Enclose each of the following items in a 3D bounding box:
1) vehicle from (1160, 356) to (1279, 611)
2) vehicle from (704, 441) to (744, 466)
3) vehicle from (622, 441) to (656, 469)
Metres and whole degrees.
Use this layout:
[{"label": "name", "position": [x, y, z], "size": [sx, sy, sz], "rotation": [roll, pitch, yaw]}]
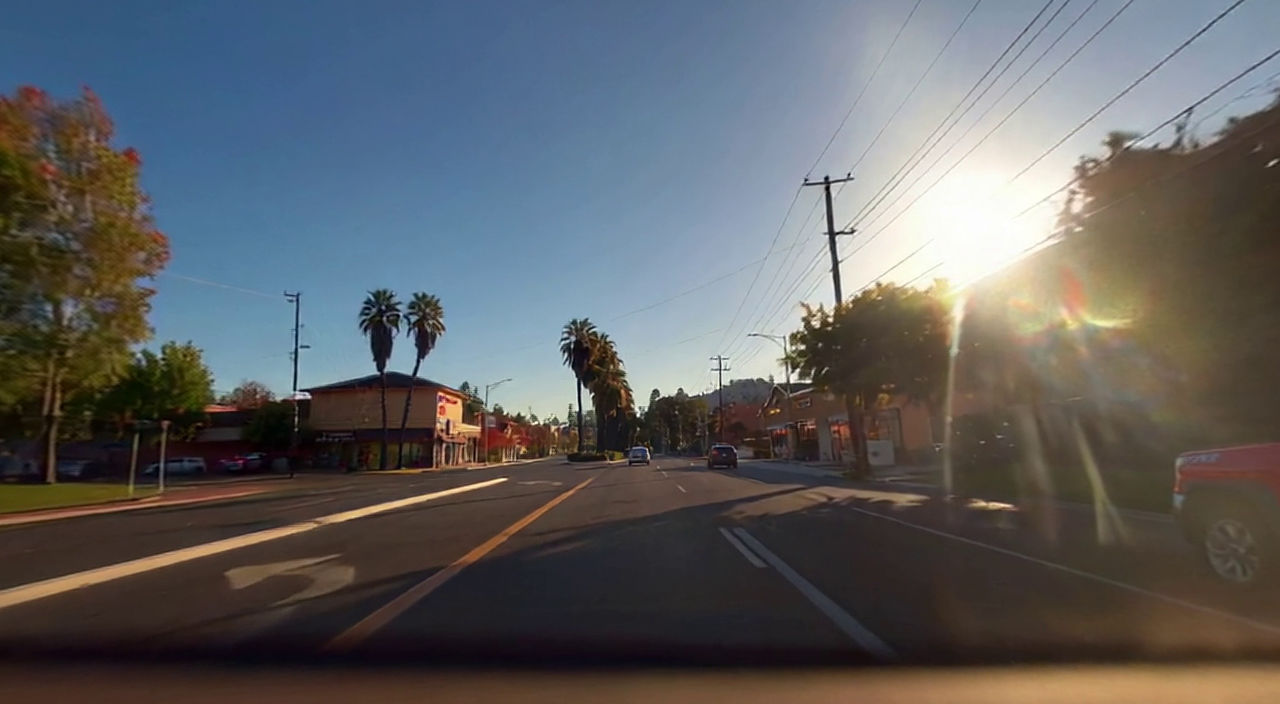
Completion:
[{"label": "vehicle", "position": [5.952, 0.787, 3.490], "size": [2.355, 1.889, 4.392], "rotation": [0, -9, 1]}, {"label": "vehicle", "position": [6.099, 7.497, 46.417], "size": [2.252, 1.718, 4.617], "rotation": [0, -9, 0]}, {"label": "vehicle", "position": [-0.066, 6.721, 41.147], "size": [2.138, 1.702, 4.168], "rotation": [0, -9, 0]}]
